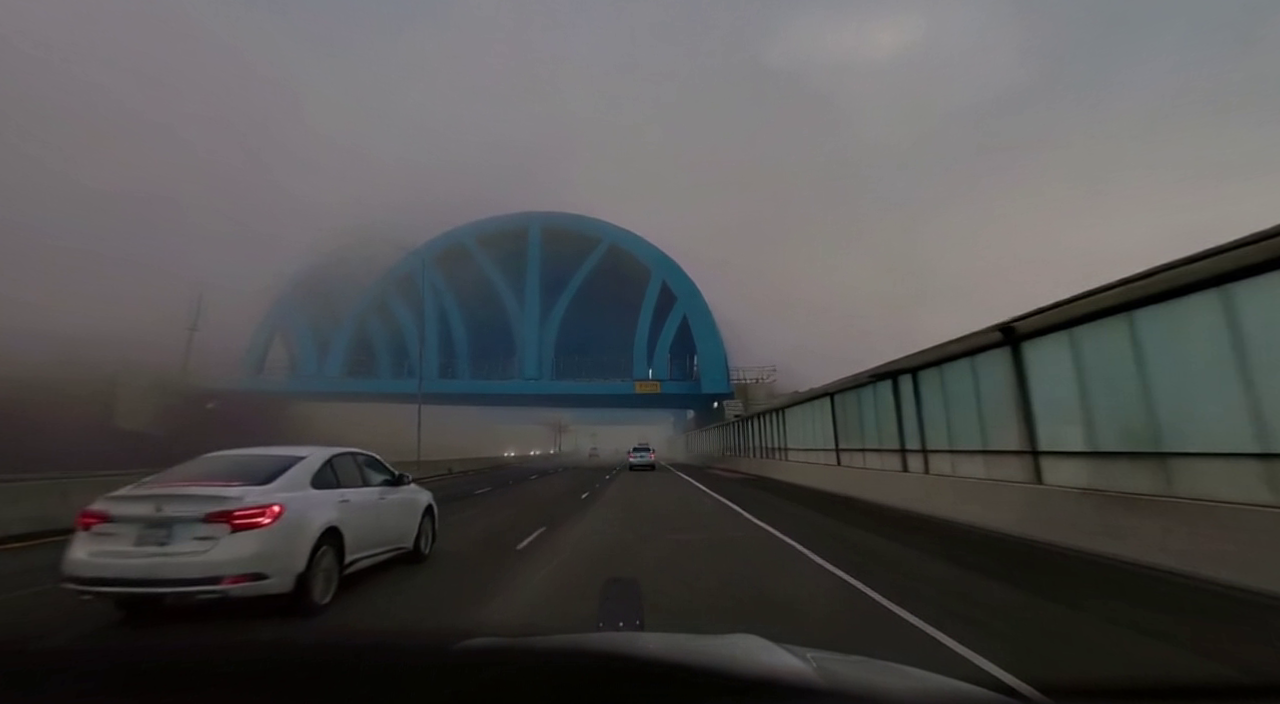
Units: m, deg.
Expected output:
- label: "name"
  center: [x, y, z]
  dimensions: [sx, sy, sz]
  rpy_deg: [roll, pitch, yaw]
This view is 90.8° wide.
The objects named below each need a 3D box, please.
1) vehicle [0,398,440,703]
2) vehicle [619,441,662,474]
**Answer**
- label: "vehicle"
  center: [-3.360, 1.300, 4.731]
  dimensions: [2.095, 1.498, 4.854]
  rpy_deg: [0, -9, 0]
- label: "vehicle"
  center: [0.009, 6.018, 36.161]
  dimensions: [2.299, 1.716, 4.579]
  rpy_deg: [0, -9, 0]
